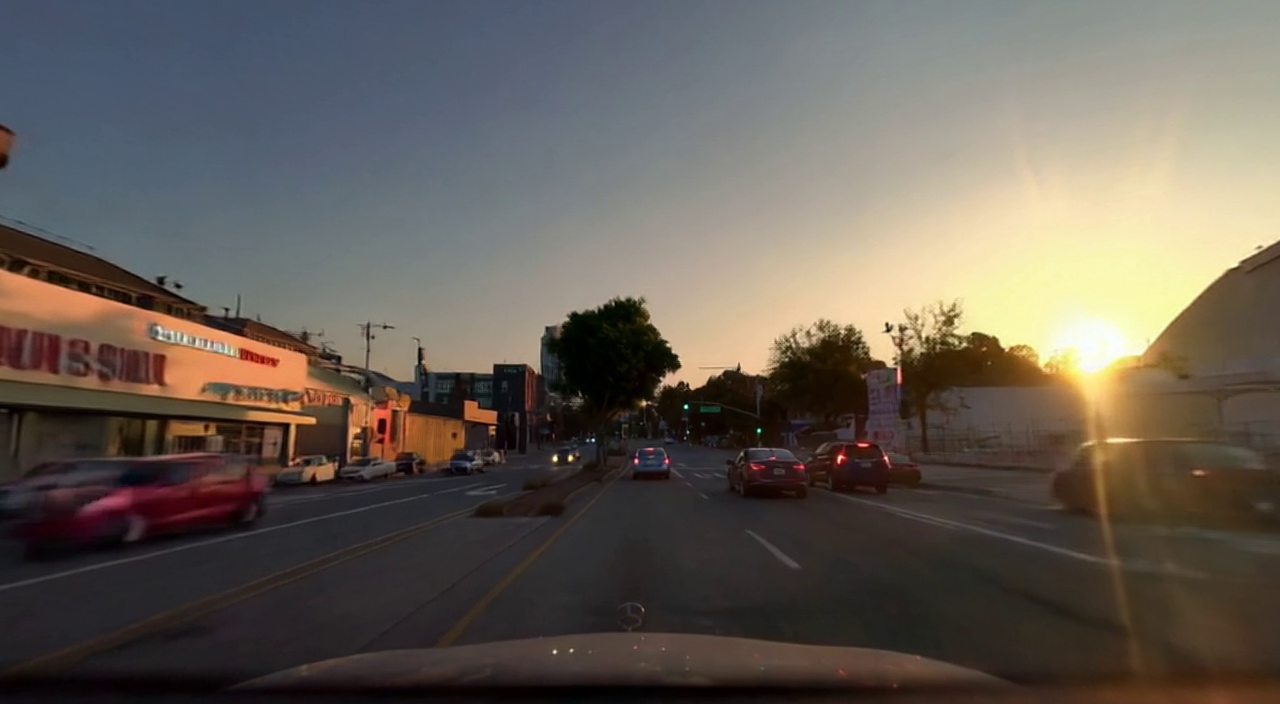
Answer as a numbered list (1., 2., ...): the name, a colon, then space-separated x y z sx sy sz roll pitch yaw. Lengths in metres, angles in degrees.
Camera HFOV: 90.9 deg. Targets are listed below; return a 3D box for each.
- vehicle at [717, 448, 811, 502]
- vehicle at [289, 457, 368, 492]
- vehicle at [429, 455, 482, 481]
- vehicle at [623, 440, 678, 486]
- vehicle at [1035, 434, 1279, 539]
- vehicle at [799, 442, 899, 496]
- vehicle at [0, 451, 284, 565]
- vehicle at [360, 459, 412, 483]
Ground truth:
1. vehicle: 3.701 3.741 19.719 1.963 1.484 4.609 0 -9 0
2. vehicle: -15.289 5.983 31.193 1.798 1.541 4.002 0 -9 0
3. vehicle: -11.675 7.367 40.124 2.087 1.499 3.939 0 -9 1
4. vehicle: 0.436 4.862 27.968 2.210 1.861 4.280 0 -9 0
5. vehicle: 10.636 2.610 12.836 2.106 1.712 4.769 0 -9 1
6. vehicle: 7.361 4.141 22.749 2.040 1.738 4.414 0 -9 -1
7. vehicle: -8.465 2.426 10.701 2.078 1.465 4.632 0 -9 1
8. vehicle: -18.092 8.467 45.182 1.843 1.468 4.475 0 -8 1
